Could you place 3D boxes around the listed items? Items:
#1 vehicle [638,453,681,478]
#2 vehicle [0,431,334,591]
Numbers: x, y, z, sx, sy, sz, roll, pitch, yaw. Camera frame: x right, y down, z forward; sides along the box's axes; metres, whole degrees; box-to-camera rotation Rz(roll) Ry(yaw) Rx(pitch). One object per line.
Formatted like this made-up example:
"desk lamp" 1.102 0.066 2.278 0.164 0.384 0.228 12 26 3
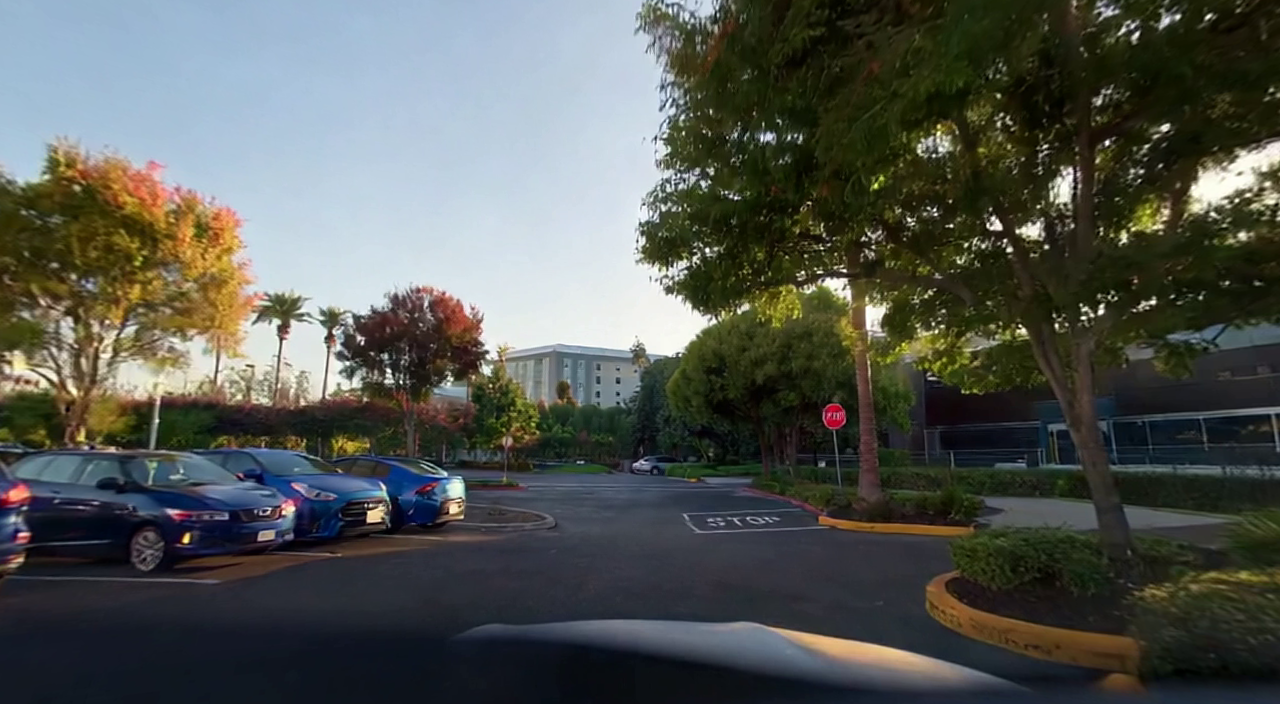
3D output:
"vehicle" 1.381 8.371 46.826 2.071 1.700 4.367 2 -9 -14
"vehicle" -7.020 2.014 8.692 4.416 1.636 2.206 2 -9 9
